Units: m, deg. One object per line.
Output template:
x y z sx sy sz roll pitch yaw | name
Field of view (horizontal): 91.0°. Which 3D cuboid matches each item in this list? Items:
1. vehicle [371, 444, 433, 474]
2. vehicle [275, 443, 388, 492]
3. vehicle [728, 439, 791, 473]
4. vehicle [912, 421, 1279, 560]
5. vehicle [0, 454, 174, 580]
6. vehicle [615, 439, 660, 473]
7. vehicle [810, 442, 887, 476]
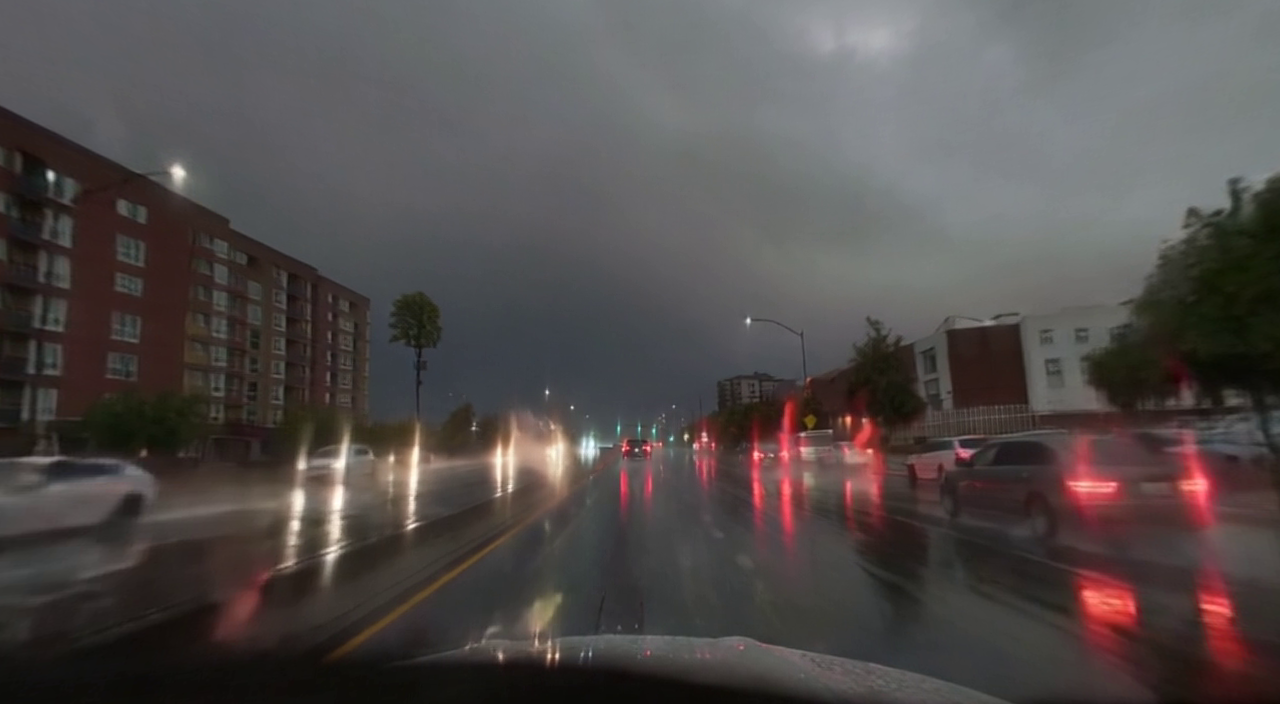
-15.410 6.938 40.999 2.216 1.797 4.487 0 -9 0 | vehicle
-11.753 4.398 24.421 2.036 1.697 4.680 0 -9 0 | vehicle
5.773 5.071 30.823 2.154 1.554 4.149 0 -9 -2 | vehicle
6.301 1.948 9.668 2.121 1.557 4.898 0 -9 1 | vehicle
-8.386 2.031 7.905 1.869 1.419 4.183 0 -9 -1 | vehicle
-0.147 5.168 31.519 2.106 1.553 3.964 0 -9 0 | vehicle
9.972 5.150 30.542 2.089 1.508 4.323 -1 -9 -2 | vehicle
